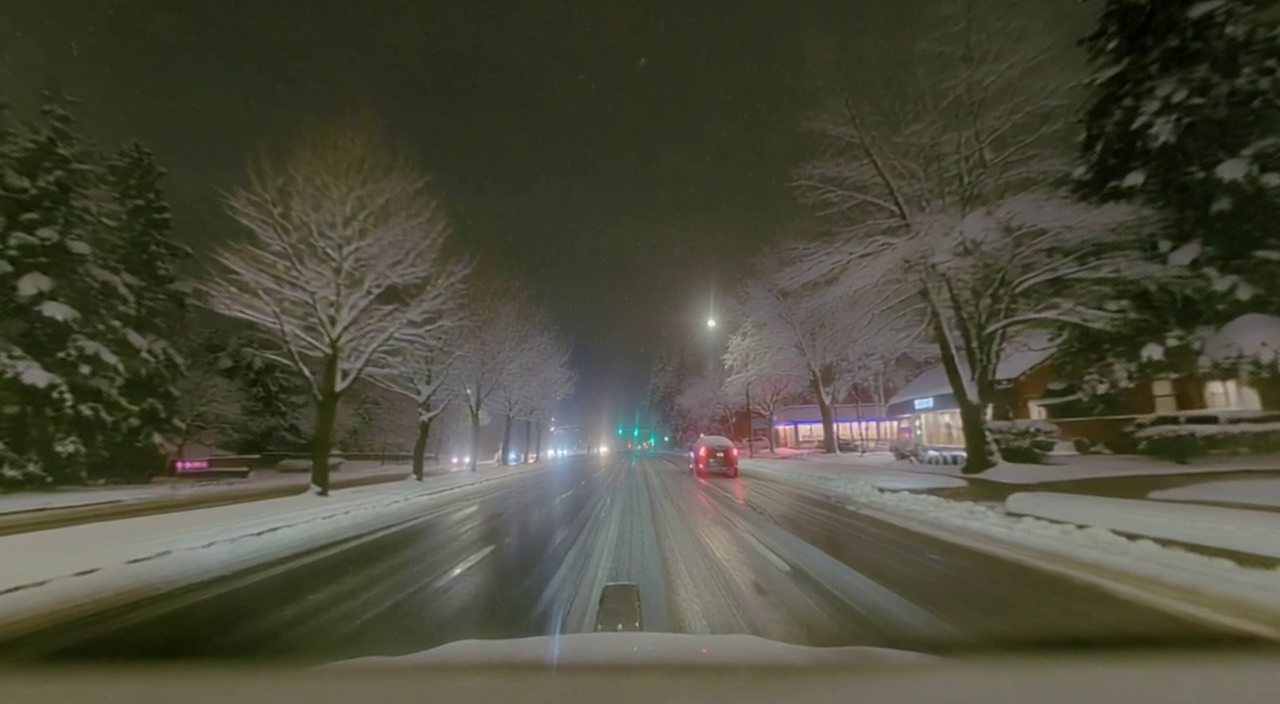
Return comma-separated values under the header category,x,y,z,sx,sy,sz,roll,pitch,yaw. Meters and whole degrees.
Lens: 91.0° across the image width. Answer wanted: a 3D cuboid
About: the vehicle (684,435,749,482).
category,x,y,z,sx,sy,sz,roll,pitch,yaw
vehicle,3.042,4.340,26.026,2.083,1.743,4.354,1,-8,-1
